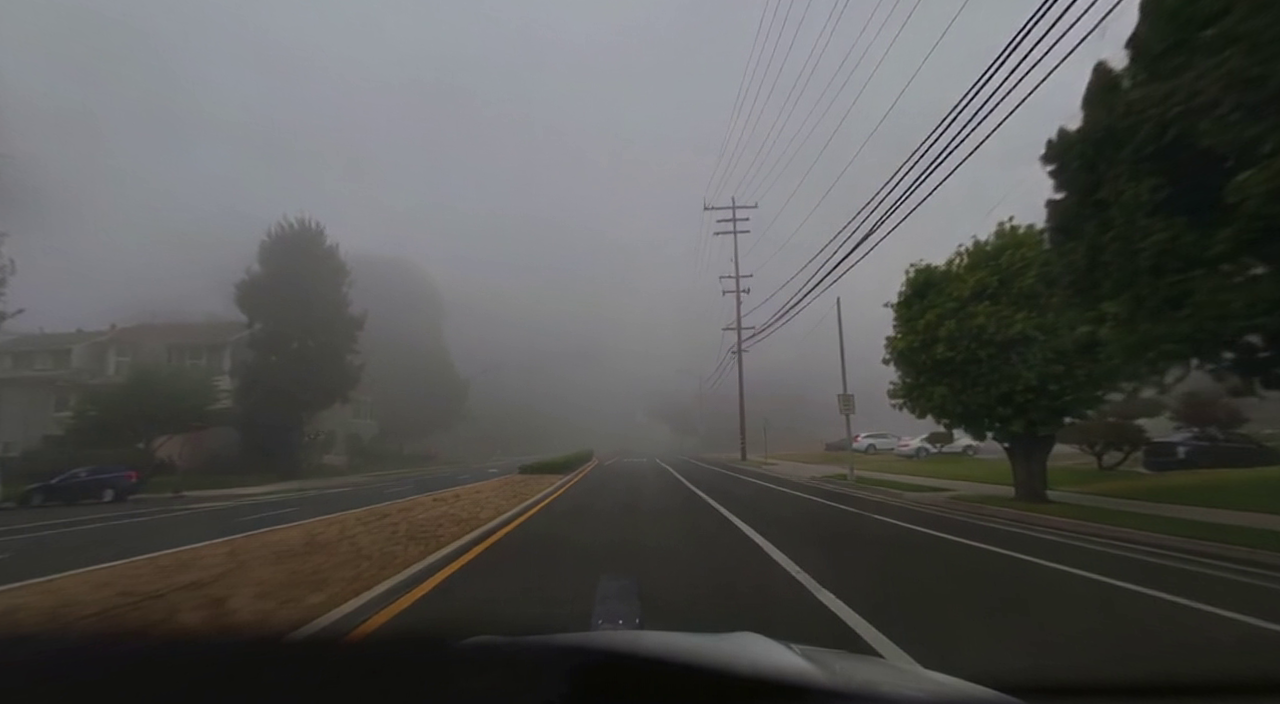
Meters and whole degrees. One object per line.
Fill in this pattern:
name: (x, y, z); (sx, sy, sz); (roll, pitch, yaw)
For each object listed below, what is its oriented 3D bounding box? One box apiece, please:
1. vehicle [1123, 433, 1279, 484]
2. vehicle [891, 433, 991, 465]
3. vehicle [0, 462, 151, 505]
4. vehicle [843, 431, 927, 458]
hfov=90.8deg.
vehicle: (17.540, 3.195, 19.015); (4.246, 1.427, 2.055); (0, -8, 0)
vehicle: (16.929, 5.466, 35.685); (4.560, 1.725, 2.096); (0, -8, -2)
vehicle: (-21.793, 4.994, 24.133); (4.354, 1.450, 2.043); (0, -10, -11)
vehicle: (16.684, 6.315, 43.241); (4.833, 1.786, 2.136); (0, -8, -1)
